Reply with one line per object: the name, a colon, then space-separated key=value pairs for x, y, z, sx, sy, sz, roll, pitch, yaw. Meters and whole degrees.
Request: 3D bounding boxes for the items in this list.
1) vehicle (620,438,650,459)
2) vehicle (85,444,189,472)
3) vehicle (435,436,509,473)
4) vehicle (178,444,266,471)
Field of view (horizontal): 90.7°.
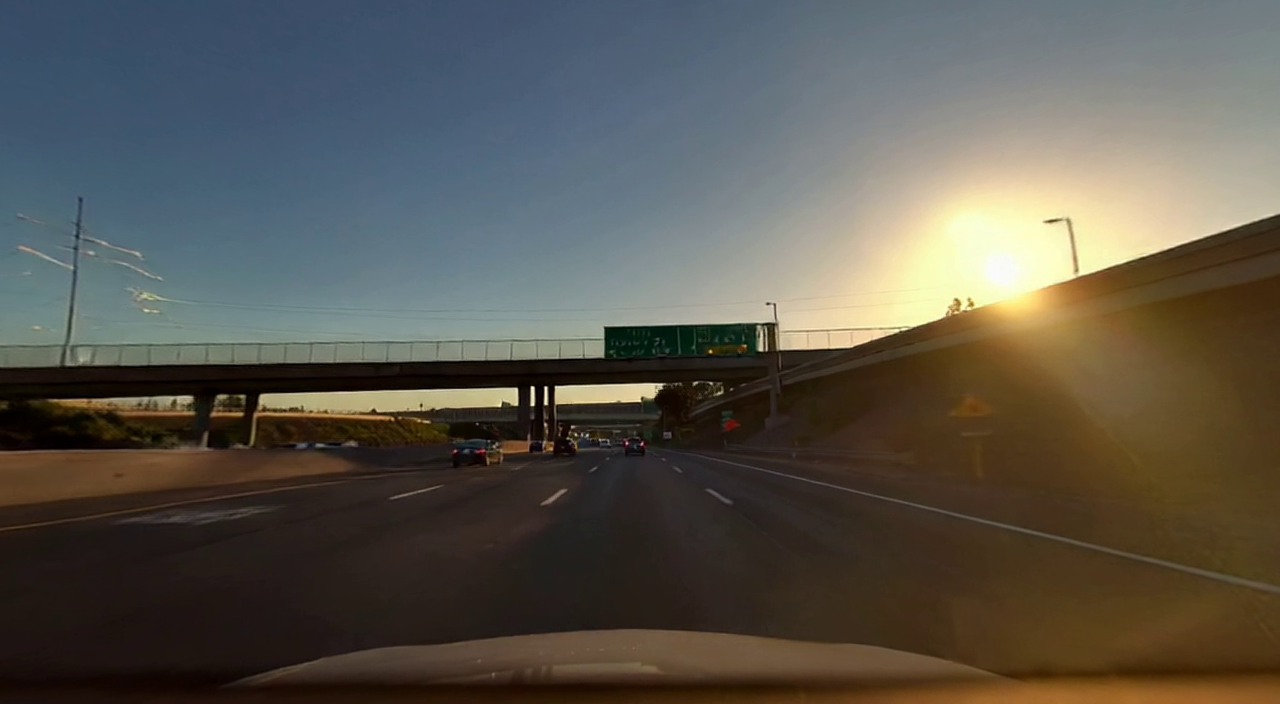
vehicle: x=-0.427 y=7.104 z=46.660 sx=2.086 sy=1.472 sz=4.168 roll=0 pitch=-8 yaw=-1
vehicle: x=-28.354 y=5.973 z=35.914 sx=1.989 sy=1.490 sz=4.769 roll=0 pitch=-8 yaw=0
vehicle: x=-7.322 y=4.506 z=28.135 sx=1.994 sy=1.487 sz=4.605 roll=0 pitch=-8 yaw=0
vehicle: x=-24.642 y=6.212 z=37.548 sx=1.915 sy=1.485 sz=4.756 roll=0 pitch=-8 yaw=0
